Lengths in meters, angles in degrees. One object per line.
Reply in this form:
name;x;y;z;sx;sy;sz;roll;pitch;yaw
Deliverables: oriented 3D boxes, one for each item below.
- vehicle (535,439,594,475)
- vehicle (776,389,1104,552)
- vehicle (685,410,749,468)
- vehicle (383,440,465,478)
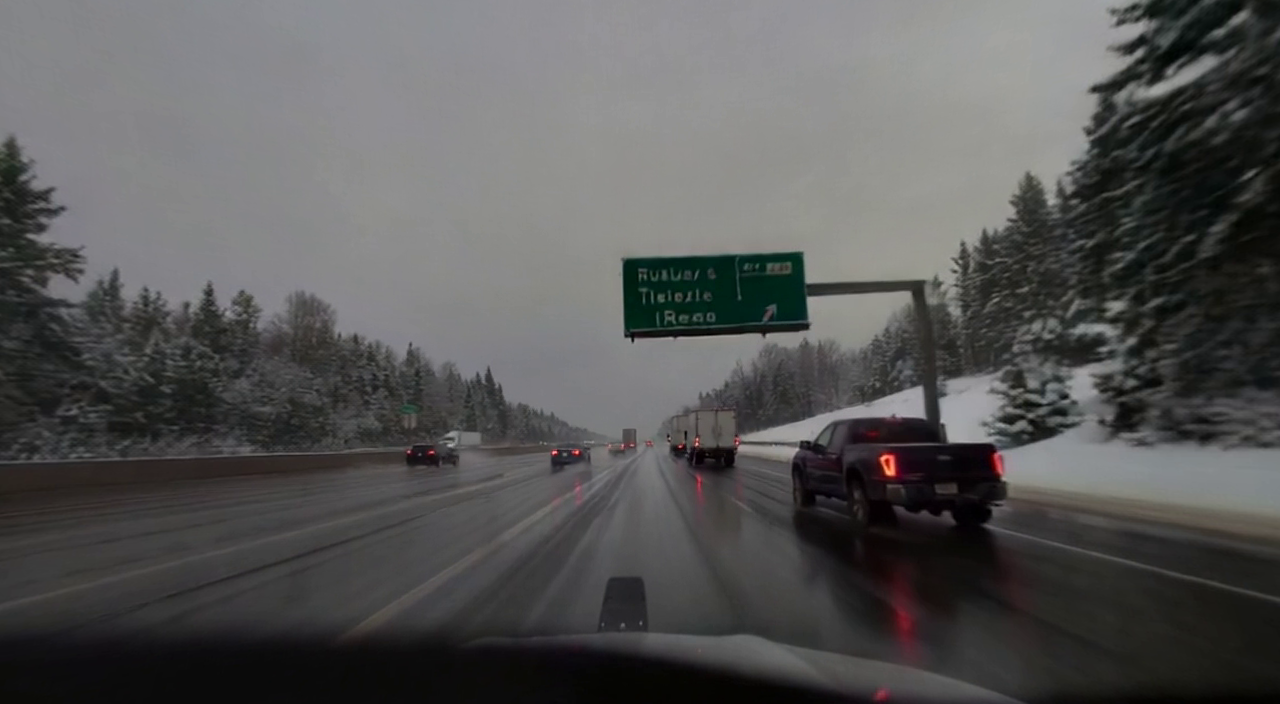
vehicle;-3.271;4.673;28.265;1.981;1.473;4.317;0;-8;2
vehicle;4.290;1.896;10.880;2.355;1.930;6.633;0;-8;0
vehicle;4.318;5.121;36.992;2.732;3.052;7.118;0;-8;-1
vehicle;-9.142;4.549;27.097;1.899;1.465;4.589;0;-8;0
